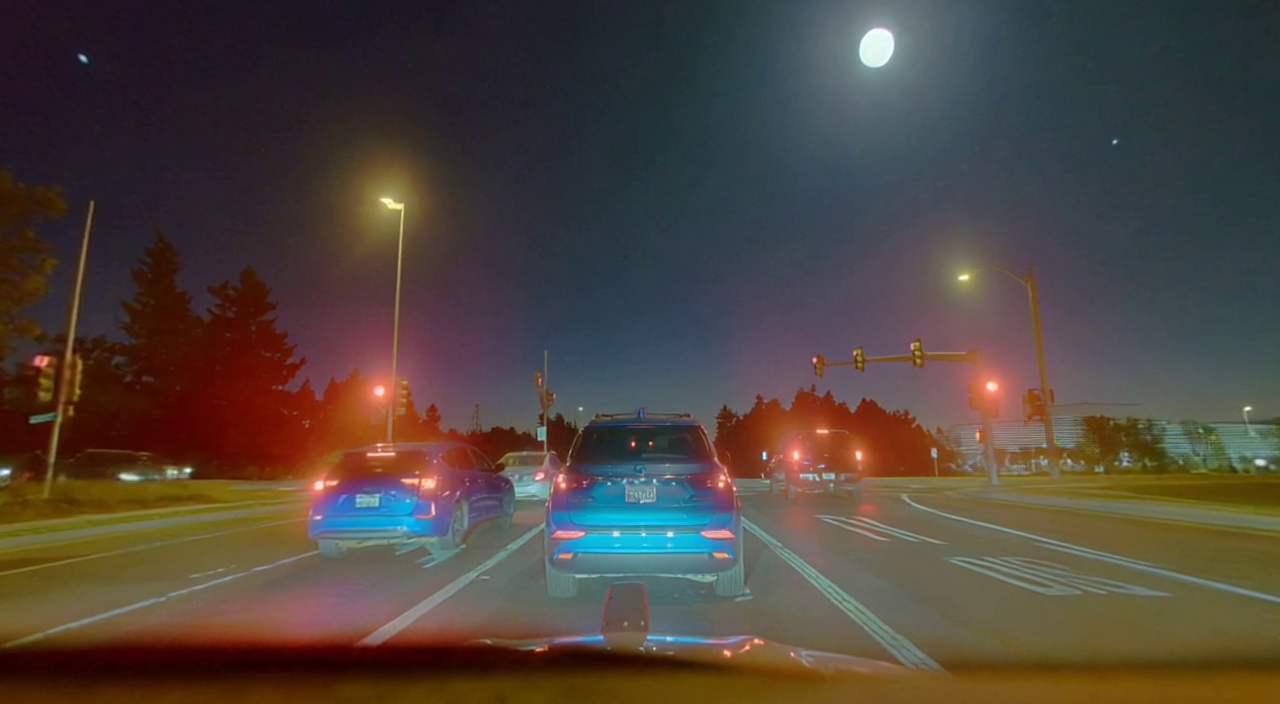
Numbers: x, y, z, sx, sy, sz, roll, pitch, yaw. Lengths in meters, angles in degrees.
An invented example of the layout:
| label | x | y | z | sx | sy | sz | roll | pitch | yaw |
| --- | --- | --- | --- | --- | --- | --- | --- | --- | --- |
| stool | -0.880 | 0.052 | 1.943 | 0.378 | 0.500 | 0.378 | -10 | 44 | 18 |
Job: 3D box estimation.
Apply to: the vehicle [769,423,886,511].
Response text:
| label | x | y | z | sx | sy | sz | roll | pitch | yaw |
| --- | --- | --- | --- | --- | --- | --- | --- | --- | --- |
| vehicle | 4.819 | 3.001 | 16.914 | 2.084 | 2.053 | 4.073 | -1 | -8 | 4 |

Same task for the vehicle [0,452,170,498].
| label | x | y | z | sx | sy | sz | roll | pitch | yaw |
| --- | --- | --- | --- | --- | --- | --- | --- | --- | --- |
| vehicle | -19.946 | 4.379 | 22.723 | 4.308 | 1.494 | 1.829 | 2 | -9 | -15 |

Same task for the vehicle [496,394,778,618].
| label | x | y | z | sx | sy | sz | roll | pitch | yaw |
| --- | --- | --- | --- | --- | --- | --- | --- | --- | --- |
| vehicle | -0.025 | 1.525 | 7.174 | 2.203 | 1.757 | 4.286 | 0 | -8 | 0 |

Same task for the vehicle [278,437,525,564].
| label | x | y | z | sx | sy | sz | roll | pitch | yaw |
| --- | --- | --- | --- | --- | --- | --- | --- | --- | --- |
| vehicle | -3.193 | 2.062 | 9.607 | 1.913 | 1.453 | 4.413 | 0 | -8 | 2 |
